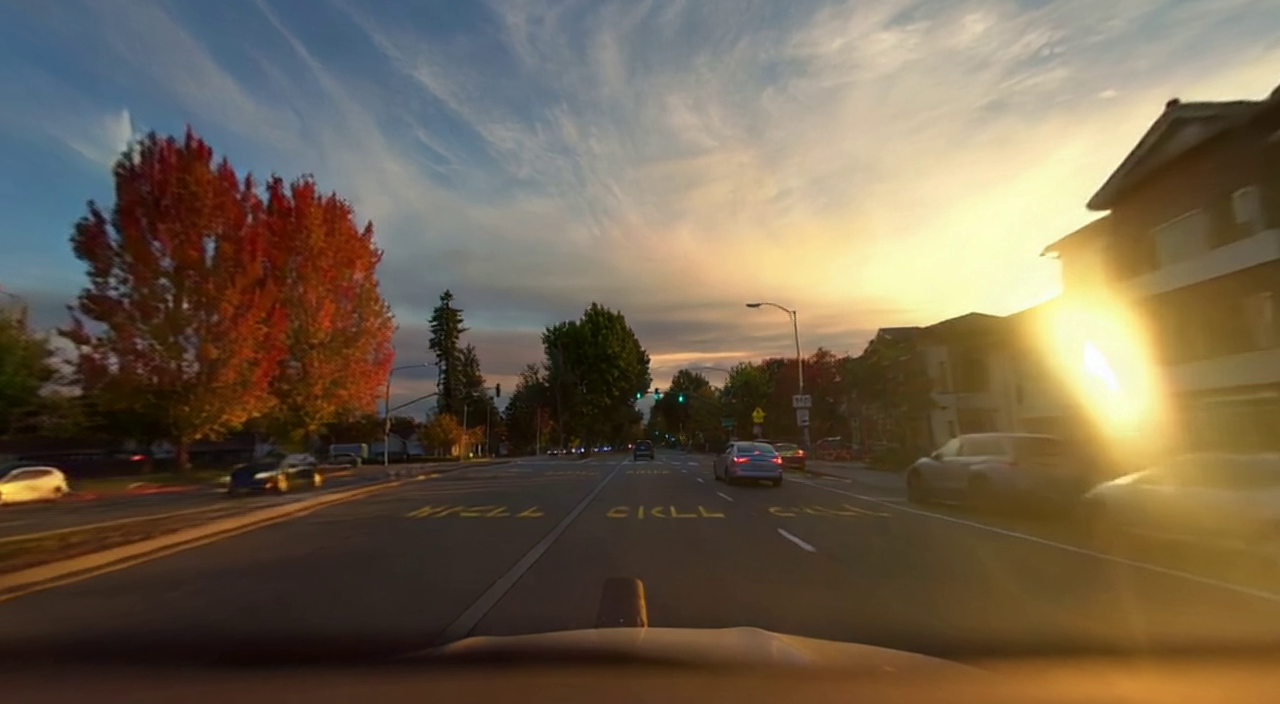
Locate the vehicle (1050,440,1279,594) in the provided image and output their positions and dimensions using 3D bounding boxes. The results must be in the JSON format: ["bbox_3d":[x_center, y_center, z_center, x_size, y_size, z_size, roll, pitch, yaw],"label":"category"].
[{"bbox_3d":[7.208,1.784,7.297,1.928,1.480,4.464,0,-8,1],"label":"vehicle"}]

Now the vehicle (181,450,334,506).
[{"bbox_3d":[-11.844,3.877,19.961,1.988,1.508,4.650,0,-8,-1],"label":"vehicle"}]

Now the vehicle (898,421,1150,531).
[{"bbox_3d":[7.395,2.420,12.952,2.128,1.804,4.825,0,-8,0],"label":"vehicle"}]

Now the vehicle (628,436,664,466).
[{"bbox_3d":[0.377,6.472,41.405,2.239,1.856,4.815,0,-8,0],"label":"vehicle"}]

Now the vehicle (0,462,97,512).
[{"bbox_3d":[-22.130,4.688,22.029,1.930,1.542,4.817,0,-8,0],"label":"vehicle"}]

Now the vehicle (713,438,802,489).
[{"bbox_3d":[3.848,3.722,21.430,2.178,1.546,4.311,0,-8,0],"label":"vehicle"}]
